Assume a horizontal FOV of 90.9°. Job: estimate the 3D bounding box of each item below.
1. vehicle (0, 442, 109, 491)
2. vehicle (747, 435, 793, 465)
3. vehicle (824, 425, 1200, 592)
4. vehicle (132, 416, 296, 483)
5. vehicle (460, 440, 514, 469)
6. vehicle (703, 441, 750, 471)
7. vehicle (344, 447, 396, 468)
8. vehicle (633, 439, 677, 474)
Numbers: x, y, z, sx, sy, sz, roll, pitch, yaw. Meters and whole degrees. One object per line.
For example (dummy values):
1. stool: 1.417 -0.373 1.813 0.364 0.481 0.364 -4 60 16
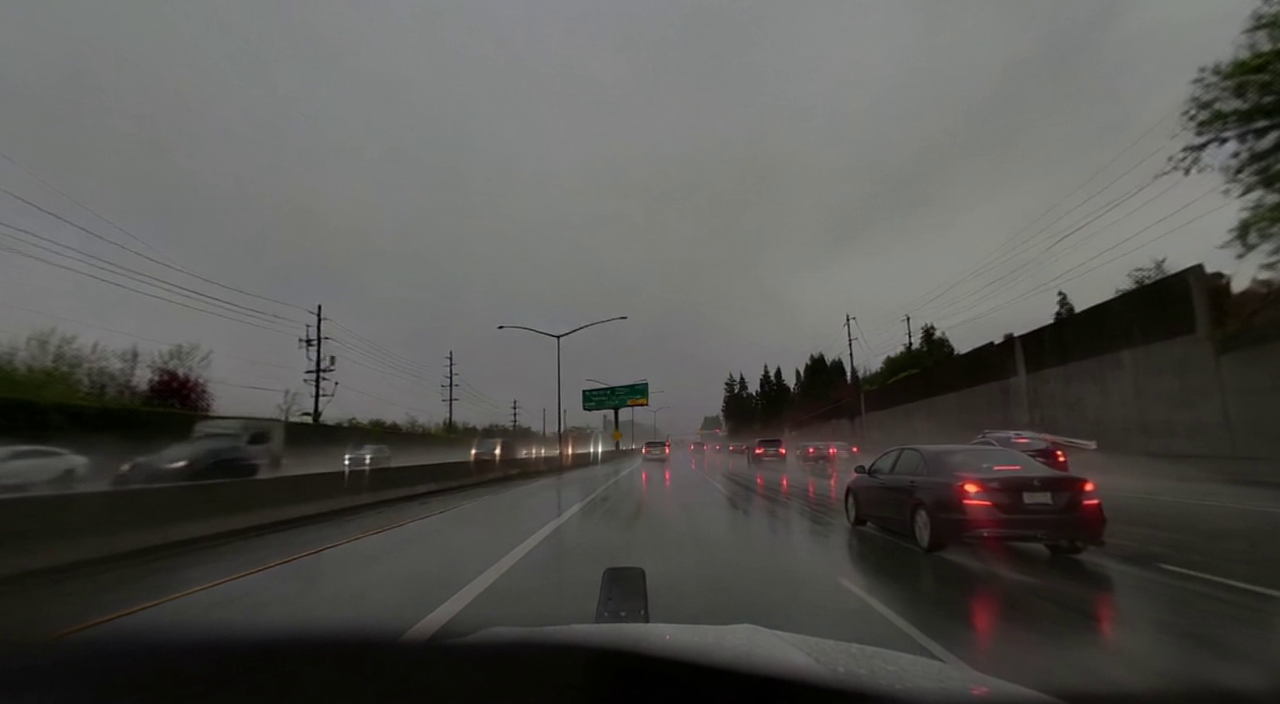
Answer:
1. vehicle: -20.911 3.831 21.417 1.856 1.503 4.367 0 -8 1
2. vehicle: 8.338 6.313 40.836 2.041 1.821 4.562 0 -8 1
3. vehicle: 3.975 1.726 7.901 1.986 1.478 4.429 0 -8 0
4. vehicle: -17.035 3.953 25.779 2.354 2.415 5.937 0 -8 2
5. vehicle: -9.366 6.301 39.025 1.984 1.635 4.525 0 -8 3
6. vehicle: 4.468 5.431 33.049 1.936 1.465 4.060 0 -8 1
7. vehicle: -20.201 7.906 47.334 1.839 1.459 4.244 0 -8 2
8. vehicle: 0.742 5.178 31.473 2.042 1.581 3.769 0 -8 1
